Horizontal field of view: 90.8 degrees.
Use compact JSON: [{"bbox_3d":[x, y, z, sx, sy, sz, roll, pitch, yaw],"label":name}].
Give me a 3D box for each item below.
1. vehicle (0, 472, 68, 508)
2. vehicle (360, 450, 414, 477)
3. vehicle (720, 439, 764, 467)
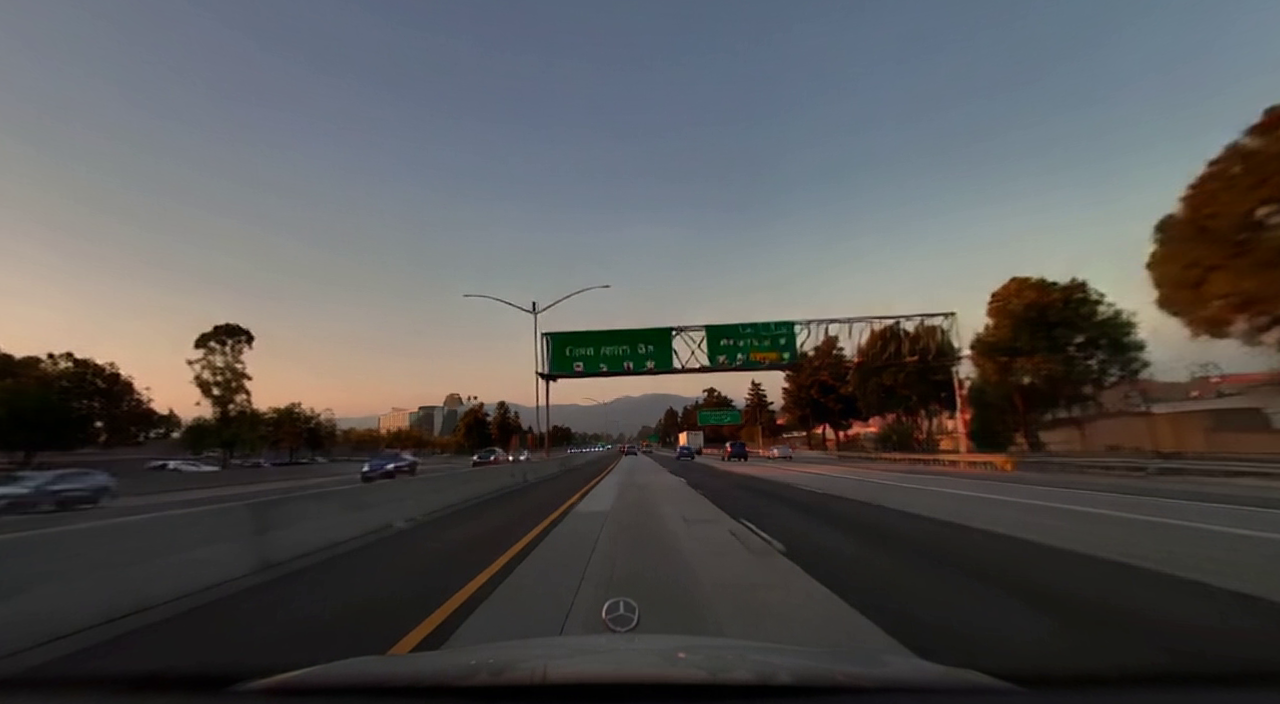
[{"bbox_3d":[-30.417,6.588,30.169,1.871,1.474,4.603,0,-9,-1],"label":"vehicle"},{"bbox_3d":[-18.413,8.117,46.244,2.032,1.757,4.656,0,-9,0],"label":"vehicle"},{"bbox_3d":[6.612,6.580,41.374,2.030,1.706,4.279,0,-9,-1],"label":"vehicle"}]
